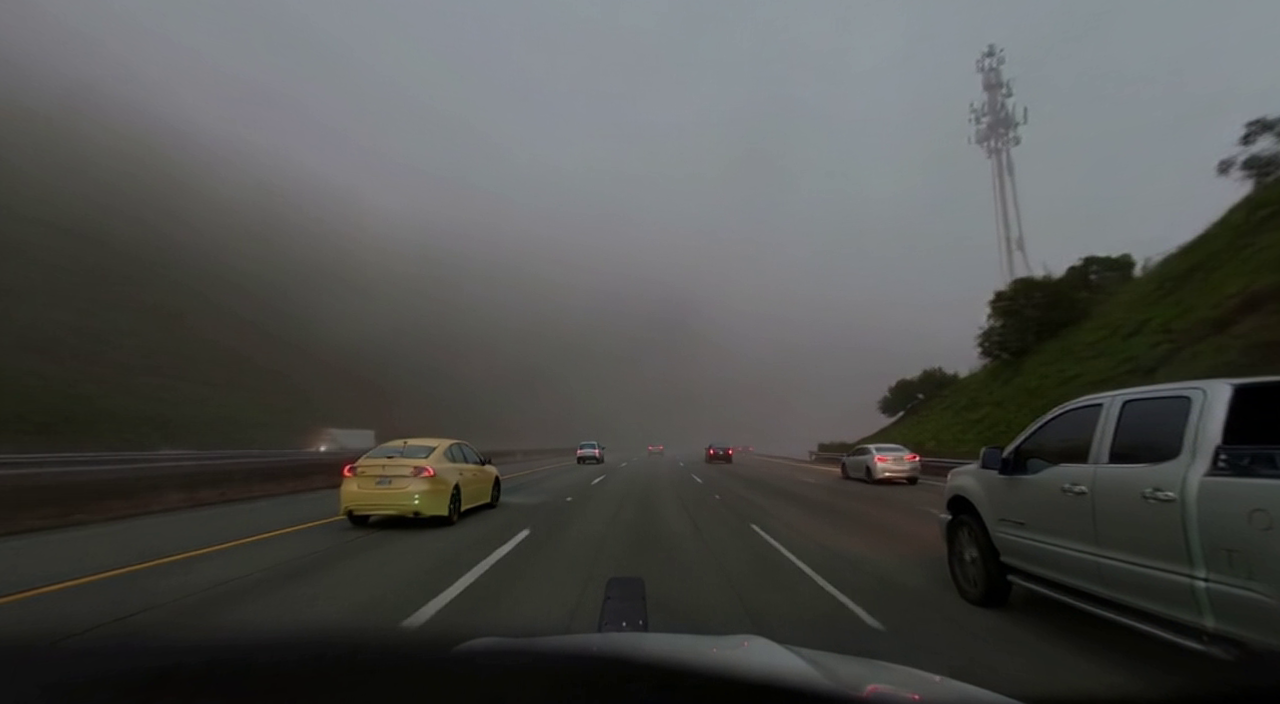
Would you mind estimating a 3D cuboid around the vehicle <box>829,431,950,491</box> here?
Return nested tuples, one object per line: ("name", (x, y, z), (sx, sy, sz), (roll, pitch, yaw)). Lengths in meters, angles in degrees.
("vehicle", (7.635, 3.377, 19.871), (1.986, 1.633, 4.430), (0, -8, 0))

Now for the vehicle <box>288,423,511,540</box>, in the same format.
("vehicle", (-3.873, 2.173, 11.233), (2.113, 1.636, 4.494), (0, -8, 1))

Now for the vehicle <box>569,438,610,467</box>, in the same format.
("vehicle", (-3.066, 6.186, 38.851), (2.021, 1.679, 4.310), (-1, -8, 2))

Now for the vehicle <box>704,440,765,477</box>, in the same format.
("vehicle", (4.098, 4.700, 28.143), (2.046, 1.471, 4.333), (0, -8, 0))

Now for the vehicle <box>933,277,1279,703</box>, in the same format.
("vehicle", (3.439, 0.707, 2.482), (2.098, 1.925, 5.171), (0, -8, 1))
